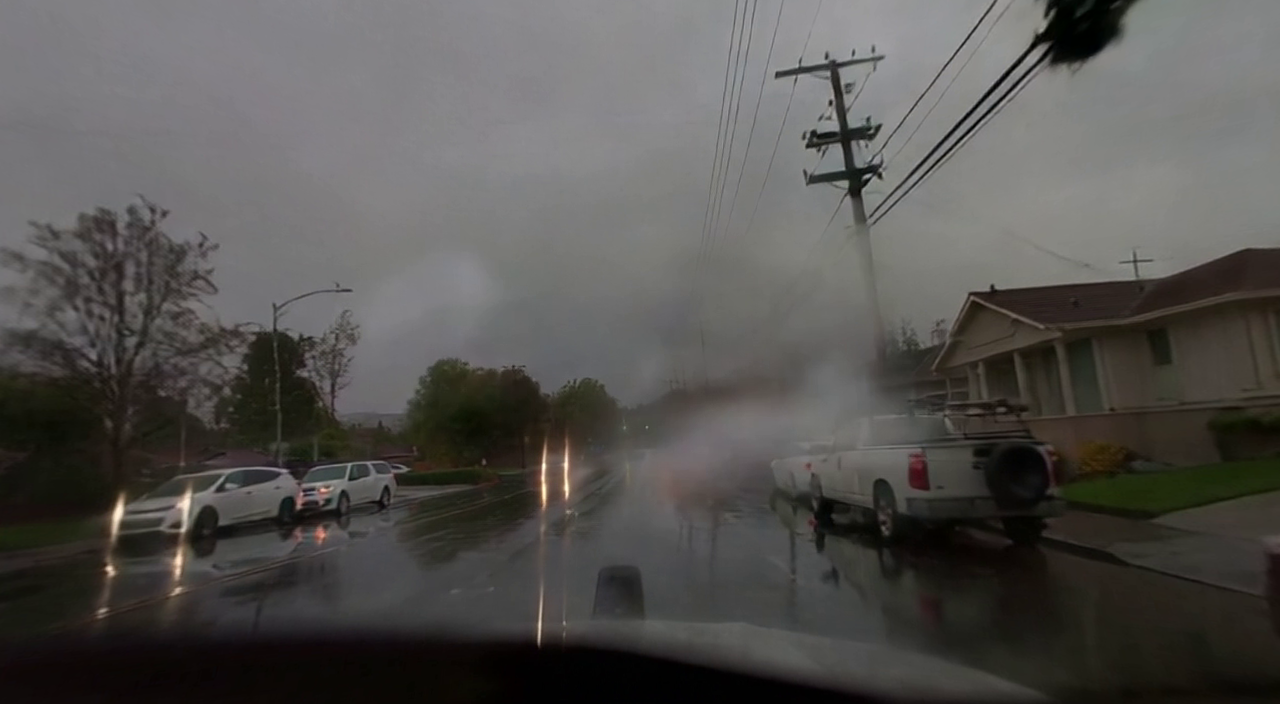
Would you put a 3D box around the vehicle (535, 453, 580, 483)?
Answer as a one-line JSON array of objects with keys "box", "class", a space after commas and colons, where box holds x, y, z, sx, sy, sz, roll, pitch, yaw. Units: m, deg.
[{"box": [-5.014, 7.083, 38.876, 1.948, 1.502, 4.434, -5, -9, 1], "class": "vehicle"}]

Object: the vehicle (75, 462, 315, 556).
[{"box": [-10.966, 3.845, 16.309, 2.089, 1.837, 5.499, 0, -8, 1], "class": "vehicle"}]

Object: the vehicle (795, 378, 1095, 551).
[{"box": [4.492, 1.804, 10.741, 2.330, 2.160, 5.550, 0, -8, 0], "class": "vehicle"}]

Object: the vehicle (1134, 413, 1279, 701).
[{"box": [4.262, 0.824, 1.635, 1.927, 1.483, 5.100, 0, -8, 1], "class": "vehicle"}]

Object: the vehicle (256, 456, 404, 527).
[{"box": [-10.634, 4.782, 22.375, 2.282, 2.060, 5.738, 0, -8, 0], "class": "vehicle"}]

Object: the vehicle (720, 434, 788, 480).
[{"box": [4.764, 4.471, 27.151, 1.980, 1.773, 4.853, 0, -8, -1], "class": "vehicle"}]
